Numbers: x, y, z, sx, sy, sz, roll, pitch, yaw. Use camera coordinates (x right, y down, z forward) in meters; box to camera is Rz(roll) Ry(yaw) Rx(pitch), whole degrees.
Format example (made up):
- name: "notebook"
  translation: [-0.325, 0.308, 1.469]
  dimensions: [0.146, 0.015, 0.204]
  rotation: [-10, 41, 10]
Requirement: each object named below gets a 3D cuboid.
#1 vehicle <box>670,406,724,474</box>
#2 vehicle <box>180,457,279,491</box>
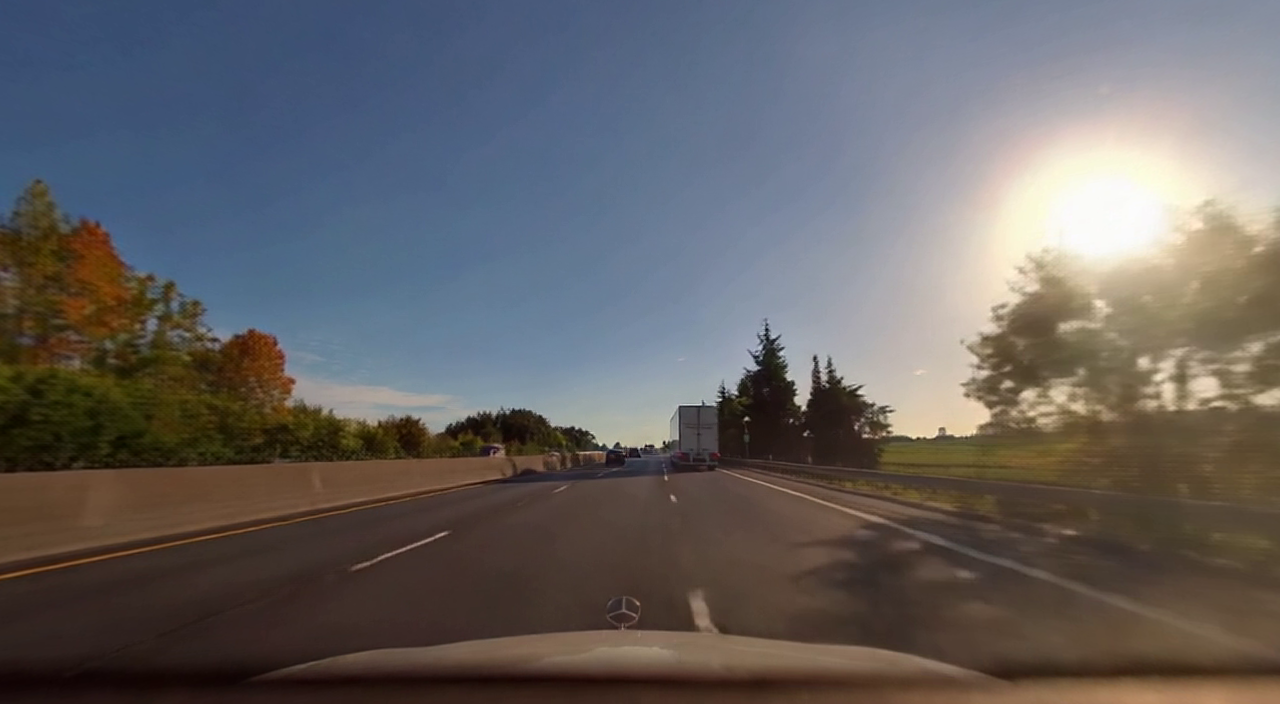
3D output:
- name: "vehicle"
  translation: [3.720, 6.359, 44.651]
  dimensions: [2.901, 4.032, 14.338]
  rotation: [0, -9, 2]
- name: "vehicle"
  translation: [-19.650, 5.817, 30.424]
  dimensions: [1.802, 1.455, 4.193]
  rotation: [0, -9, 2]
